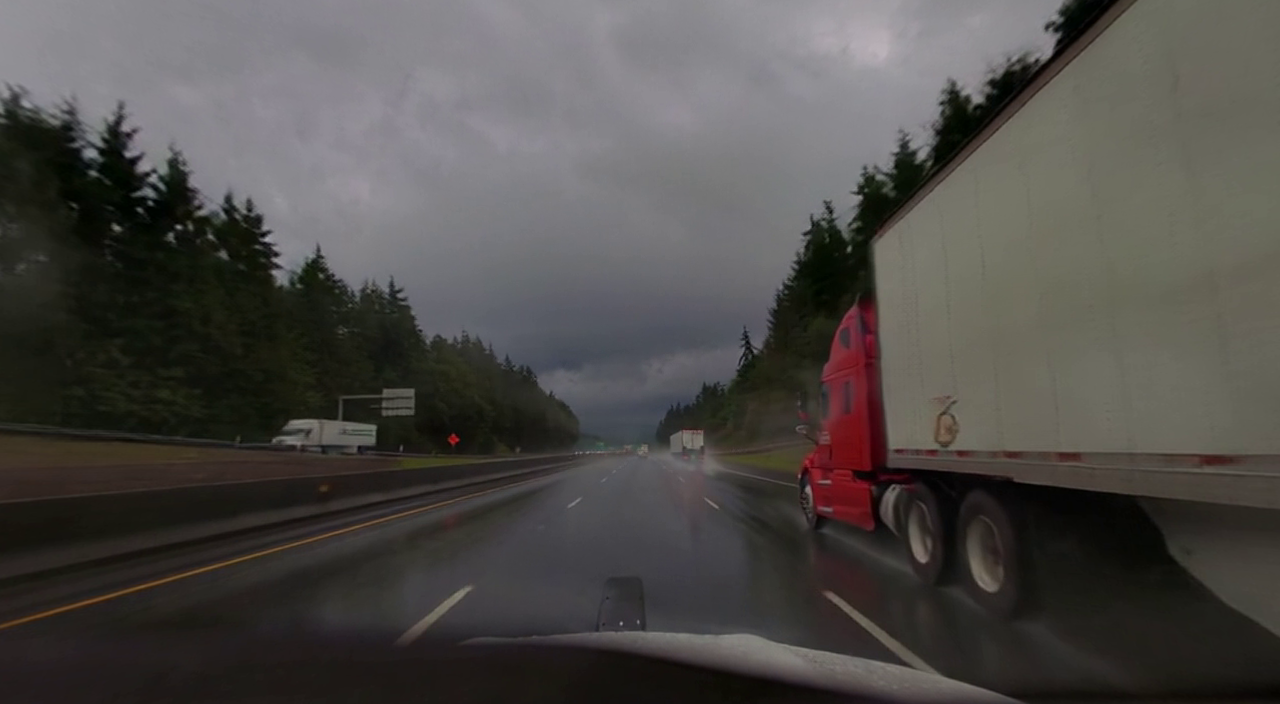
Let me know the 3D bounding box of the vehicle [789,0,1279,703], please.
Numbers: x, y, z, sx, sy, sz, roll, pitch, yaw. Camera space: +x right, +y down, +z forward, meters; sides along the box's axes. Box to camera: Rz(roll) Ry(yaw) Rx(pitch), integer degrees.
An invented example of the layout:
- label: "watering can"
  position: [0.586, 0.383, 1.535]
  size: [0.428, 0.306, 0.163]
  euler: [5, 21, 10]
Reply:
- label: "vehicle"
  position: [4.591, -0.359, 3.699]
  size: [3.115, 4.407, 17.026]
  euler: [0, -9, -1]

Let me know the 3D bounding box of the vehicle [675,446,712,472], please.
- label: "vehicle"
  position: [3.457, 6.933, 41.137]
  size: [2.019, 1.601, 3.953]
  euler: [0, -9, 0]
